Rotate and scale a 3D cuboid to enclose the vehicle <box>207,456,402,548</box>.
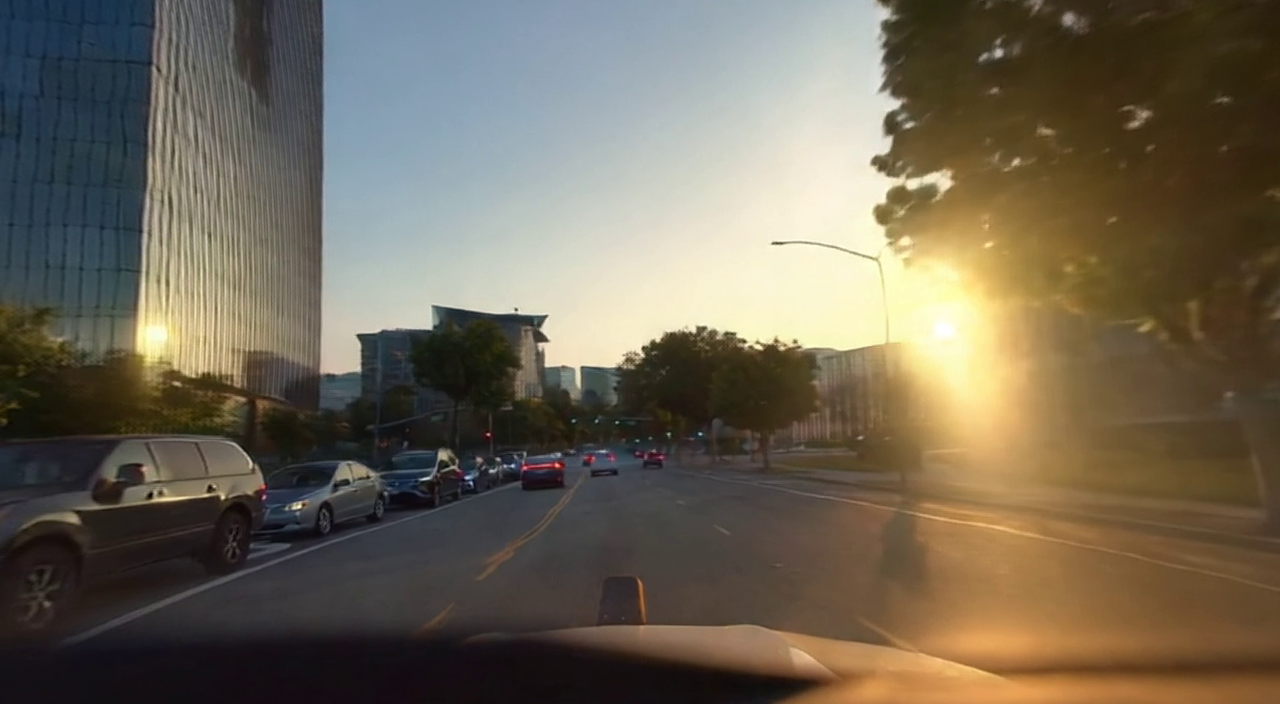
[{"bbox_3d":[-6.960,3.105,13.777,1.868,1.514,4.870,0,-8,-4],"label":"vehicle"}]

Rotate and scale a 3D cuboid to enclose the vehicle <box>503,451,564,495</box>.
[{"bbox_3d":[-4.267,4.849,25.622,2.205,1.537,4.895,0,-8,-8],"label":"vehicle"}]

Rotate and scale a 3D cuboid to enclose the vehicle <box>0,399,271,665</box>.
[{"bbox_3d":[-6.383,1.739,7.031,2.142,2.061,4.750,0,-9,-8],"label":"vehicle"}]

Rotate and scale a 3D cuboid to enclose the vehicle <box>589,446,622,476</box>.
[{"bbox_3d":[-2.341,7.350,42.677,2.102,1.815,4.716,0,-8,-3],"label":"vehicle"}]

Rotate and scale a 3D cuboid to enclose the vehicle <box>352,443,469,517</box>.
[{"bbox_3d":[-7.132,3.957,20.077,2.142,1.834,4.588,-5,-8,-3],"label":"vehicle"}]
